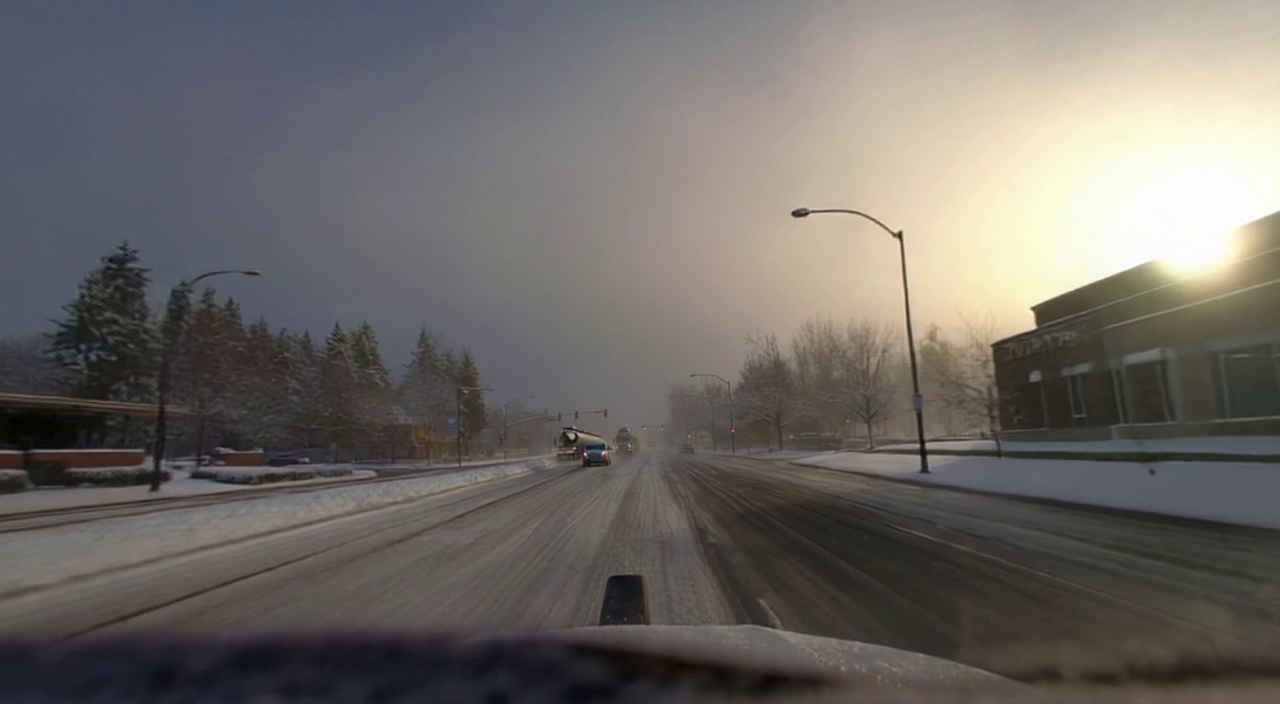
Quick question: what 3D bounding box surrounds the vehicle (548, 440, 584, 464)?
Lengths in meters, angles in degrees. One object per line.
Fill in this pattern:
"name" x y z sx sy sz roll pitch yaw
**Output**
"vehicle" -5.609 7.669 48.384 2.179 1.750 4.621 0 -8 0
